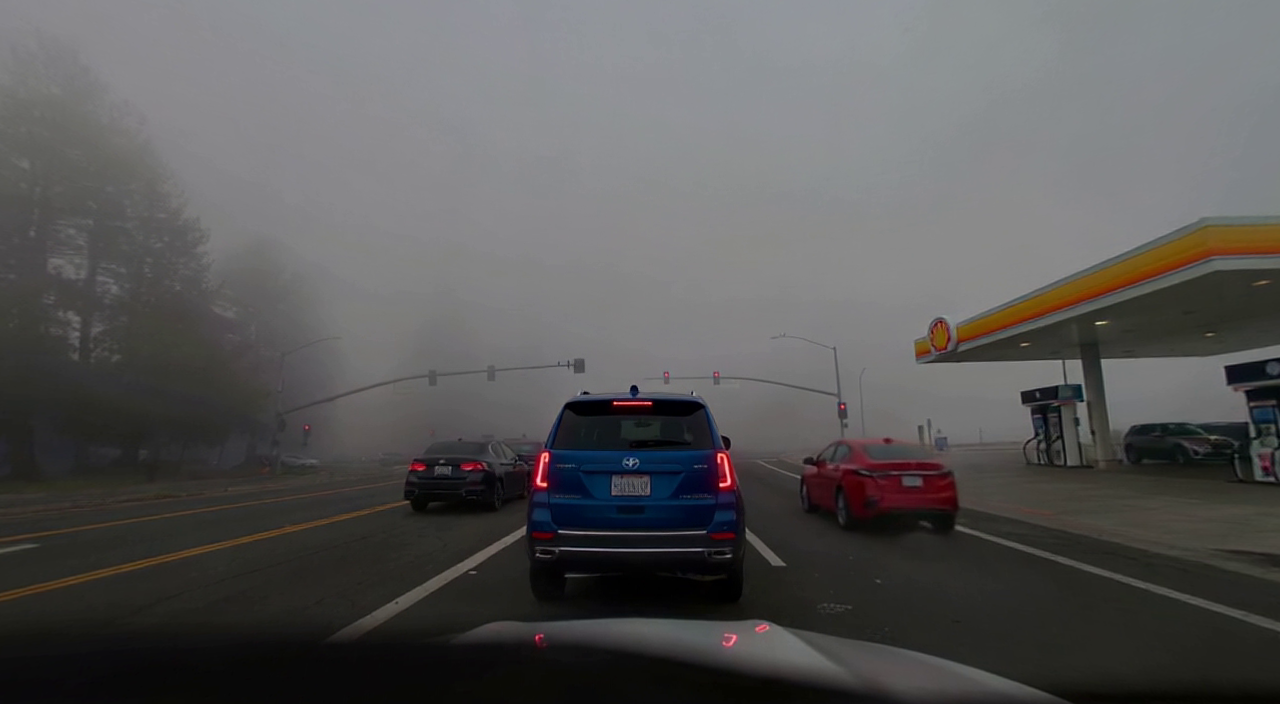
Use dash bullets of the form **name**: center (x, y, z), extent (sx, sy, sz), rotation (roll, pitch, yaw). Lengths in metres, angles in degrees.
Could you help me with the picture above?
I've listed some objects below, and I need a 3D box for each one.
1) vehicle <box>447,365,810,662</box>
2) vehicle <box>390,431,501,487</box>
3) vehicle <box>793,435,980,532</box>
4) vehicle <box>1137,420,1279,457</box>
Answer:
- **vehicle**: center (0.007, 1.317, 6.131), extent (2.236, 1.819, 4.291), rotation (-1, -9, 2)
- **vehicle**: center (-6.647, 3.712, 22.169), extent (2.065, 1.753, 4.525), rotation (-1, -9, 6)
- **vehicle**: center (4.416, 2.403, 12.175), extent (2.041, 1.490, 4.471), rotation (-1, -9, 4)
- **vehicle**: center (25.930, 3.969, 28.783), extent (4.551, 1.616, 1.973), rotation (-2, -9, 11)
